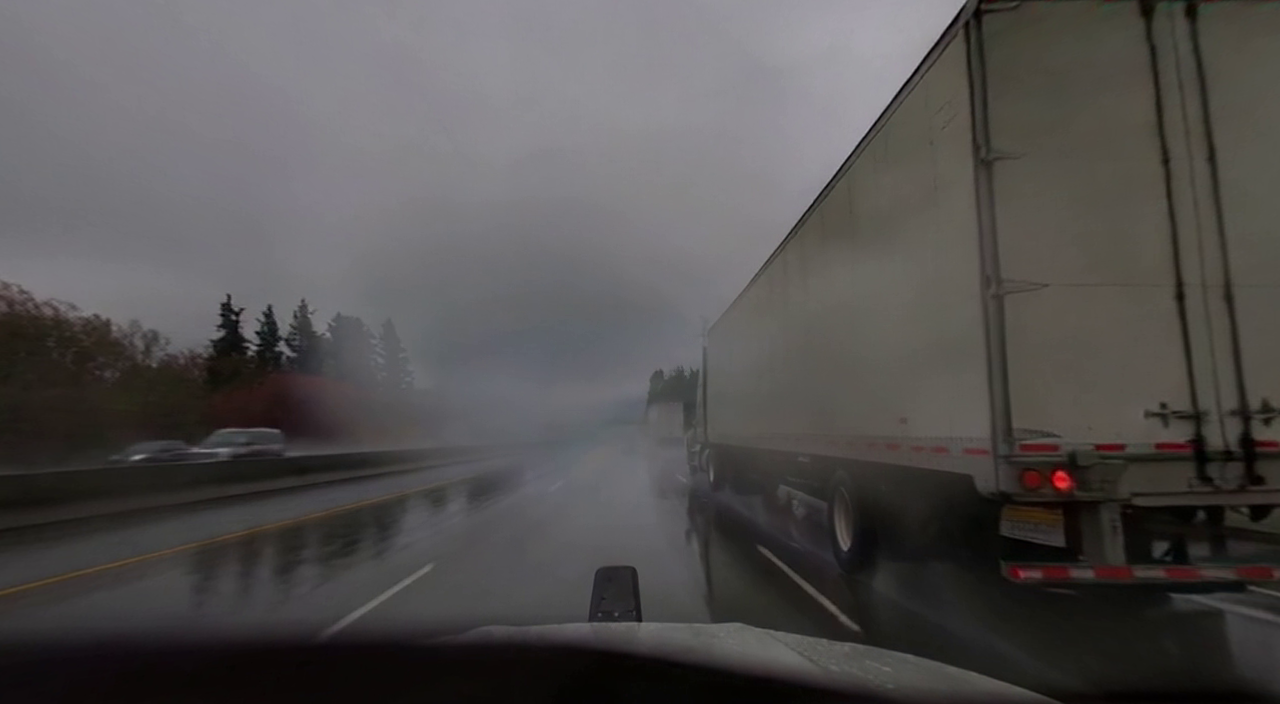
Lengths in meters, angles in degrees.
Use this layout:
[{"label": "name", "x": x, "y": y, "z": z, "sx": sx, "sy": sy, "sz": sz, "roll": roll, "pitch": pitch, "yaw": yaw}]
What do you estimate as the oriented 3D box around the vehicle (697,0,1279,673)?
[{"label": "vehicle", "x": 3.325, "y": 0.674, "z": 10.752, "sx": 2.905, "sy": 4.080, "sz": 14.157, "roll": 0, "pitch": -8, "yaw": -2}]
